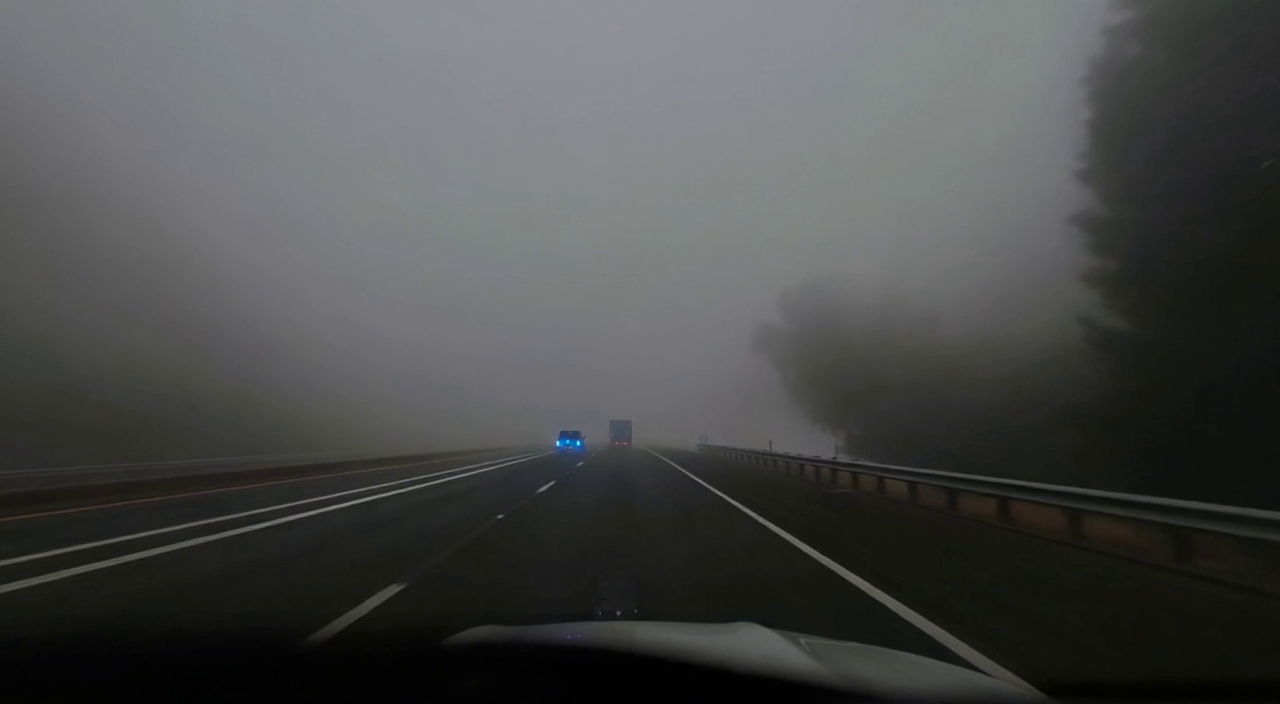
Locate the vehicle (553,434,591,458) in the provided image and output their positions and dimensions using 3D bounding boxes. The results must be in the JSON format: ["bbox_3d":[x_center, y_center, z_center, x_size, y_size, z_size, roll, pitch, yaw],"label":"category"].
[{"bbox_3d":[-4.710,6.583,44.281,2.302,1.523,4.383,0,-8,-1],"label":"vehicle"}]
